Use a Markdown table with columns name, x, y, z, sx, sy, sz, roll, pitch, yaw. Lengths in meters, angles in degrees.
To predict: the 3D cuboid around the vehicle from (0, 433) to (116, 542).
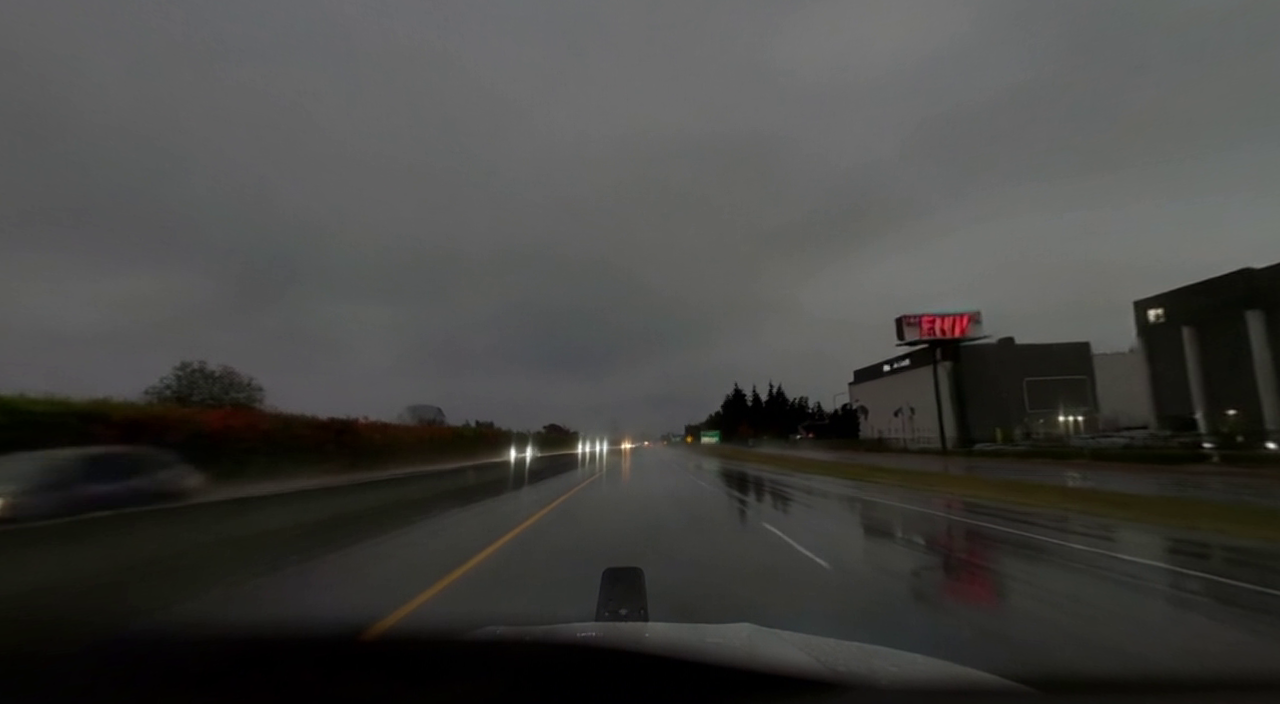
| name | x | y | z | sx | sy | sz | roll | pitch | yaw |
| --- | --- | --- | --- | --- | --- | --- | --- | --- | --- |
| vehicle | -11.110 | 2.066 | 9.427 | 2.040 | 1.711 | 5.175 | 0 | -8 | 1 |
